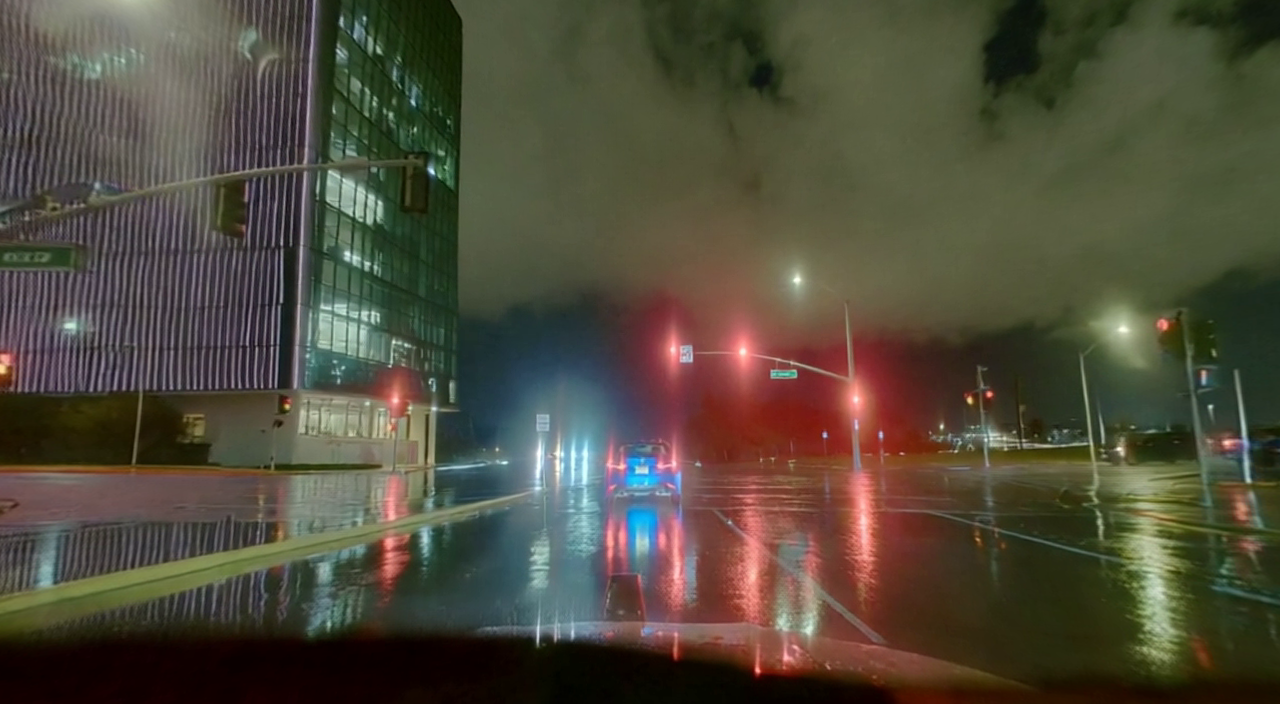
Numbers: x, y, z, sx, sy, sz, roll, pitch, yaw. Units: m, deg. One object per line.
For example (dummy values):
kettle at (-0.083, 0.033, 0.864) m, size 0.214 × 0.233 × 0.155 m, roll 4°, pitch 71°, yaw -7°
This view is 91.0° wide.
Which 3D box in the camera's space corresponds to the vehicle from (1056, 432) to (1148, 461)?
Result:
vehicle at (25.565, 5.288, 35.070) m, size 2.021 × 1.484 × 4.454 m, roll 0°, pitch -9°, yaw 4°

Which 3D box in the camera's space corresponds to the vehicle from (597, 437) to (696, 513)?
vehicle at (0.116, 2.832, 14.997) m, size 2.014 × 1.525 × 4.197 m, roll 0°, pitch -9°, yaw -1°

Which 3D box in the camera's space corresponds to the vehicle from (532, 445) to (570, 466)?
vehicle at (-6.704, 7.830, 47.817) m, size 2.113 × 1.535 × 4.504 m, roll 0°, pitch -9°, yaw 2°

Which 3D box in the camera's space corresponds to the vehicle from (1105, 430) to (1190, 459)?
vehicle at (27.889, 5.114, 34.737) m, size 1.816 × 1.476 × 3.652 m, roll -1°, pitch -9°, yaw 5°
